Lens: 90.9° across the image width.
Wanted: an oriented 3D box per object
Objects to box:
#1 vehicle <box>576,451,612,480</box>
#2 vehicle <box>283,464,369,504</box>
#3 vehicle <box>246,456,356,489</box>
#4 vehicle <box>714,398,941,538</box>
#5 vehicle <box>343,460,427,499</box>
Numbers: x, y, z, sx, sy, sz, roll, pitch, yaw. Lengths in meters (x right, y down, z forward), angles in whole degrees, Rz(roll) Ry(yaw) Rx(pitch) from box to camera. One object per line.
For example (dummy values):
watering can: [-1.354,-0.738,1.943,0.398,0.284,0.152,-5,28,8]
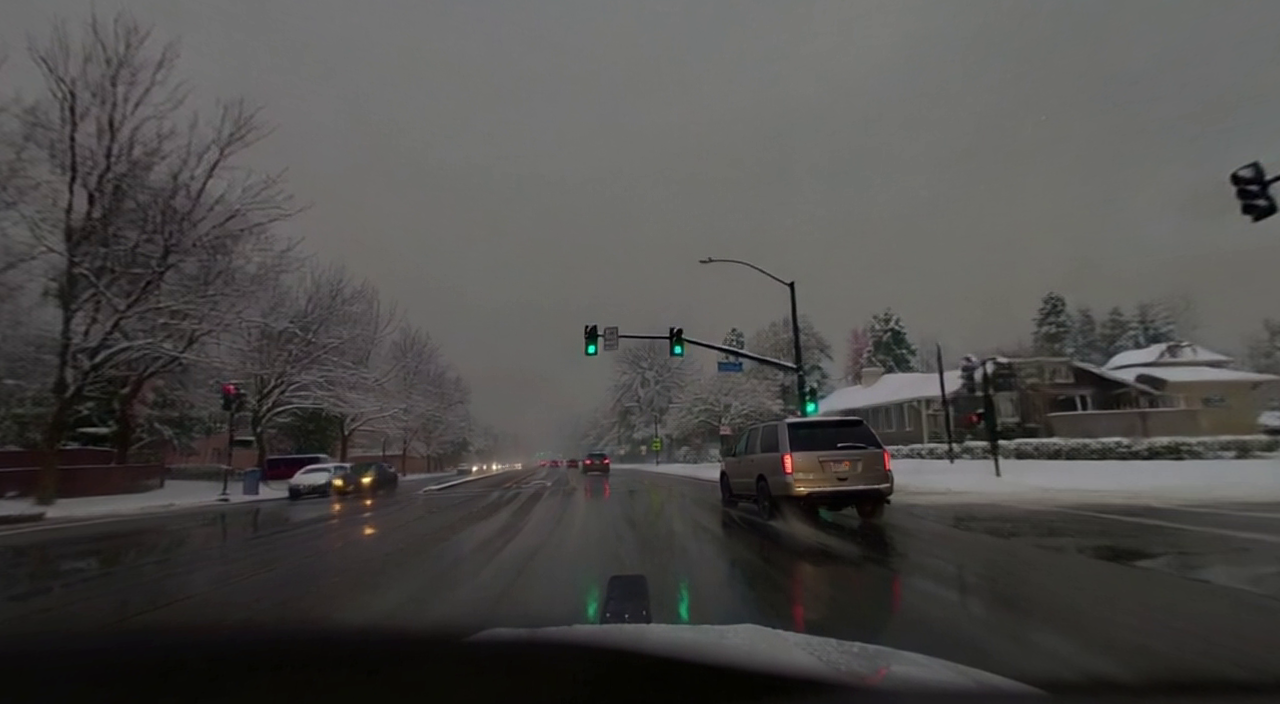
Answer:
vehicle: [-3.112,7.416,41.571,2.138,1.729,4.178,1,-9,-7]
vehicle: [-14.788,6.217,30.015,1.955,1.509,4.640,-3,-9,-3]
vehicle: [-21.751,7.767,40.682,5.734,1.950,2.287,1,-9,-6]
vehicle: [3.158,2.144,12.301,2.338,2.063,5.592,0,-9,-4]
vehicle: [-11.197,5.607,28.049,2.035,1.475,4.639,0,-9,-4]
